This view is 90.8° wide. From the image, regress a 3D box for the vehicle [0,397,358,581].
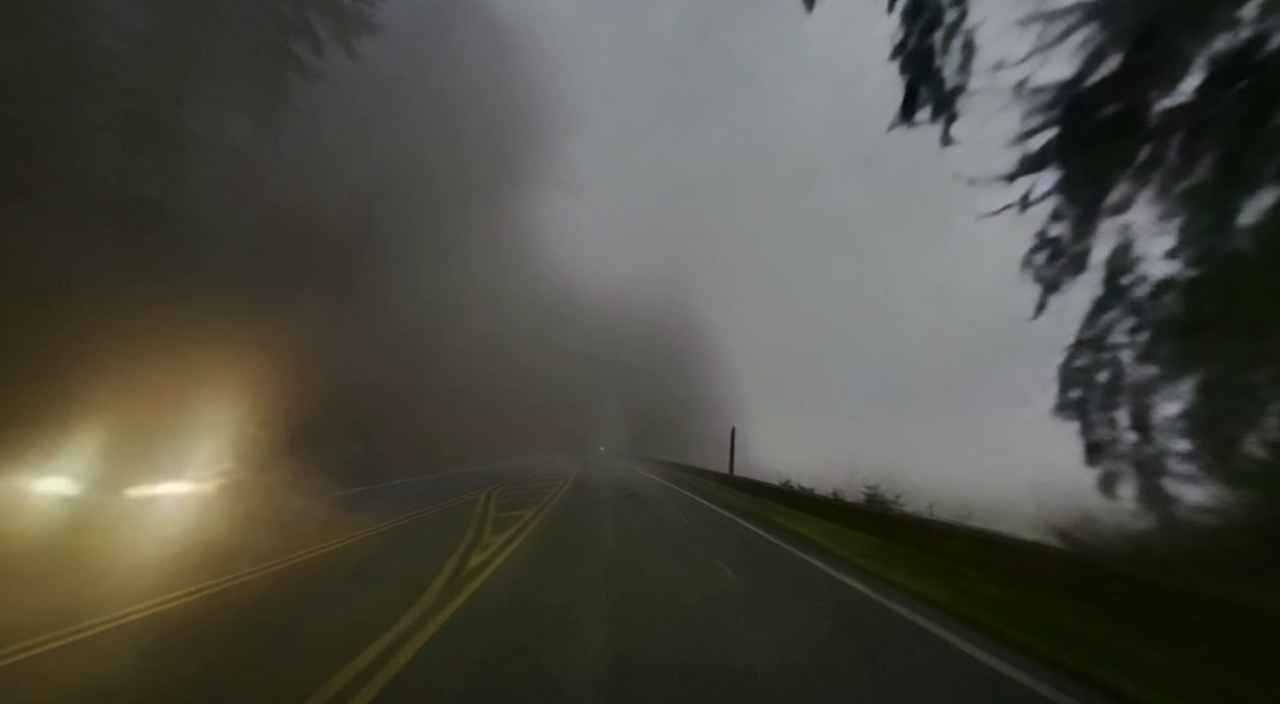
[{"bbox_3d":[-5.855,1.655,8.339,2.318,1.754,4.328,0,-9,-1],"label":"vehicle"}]
